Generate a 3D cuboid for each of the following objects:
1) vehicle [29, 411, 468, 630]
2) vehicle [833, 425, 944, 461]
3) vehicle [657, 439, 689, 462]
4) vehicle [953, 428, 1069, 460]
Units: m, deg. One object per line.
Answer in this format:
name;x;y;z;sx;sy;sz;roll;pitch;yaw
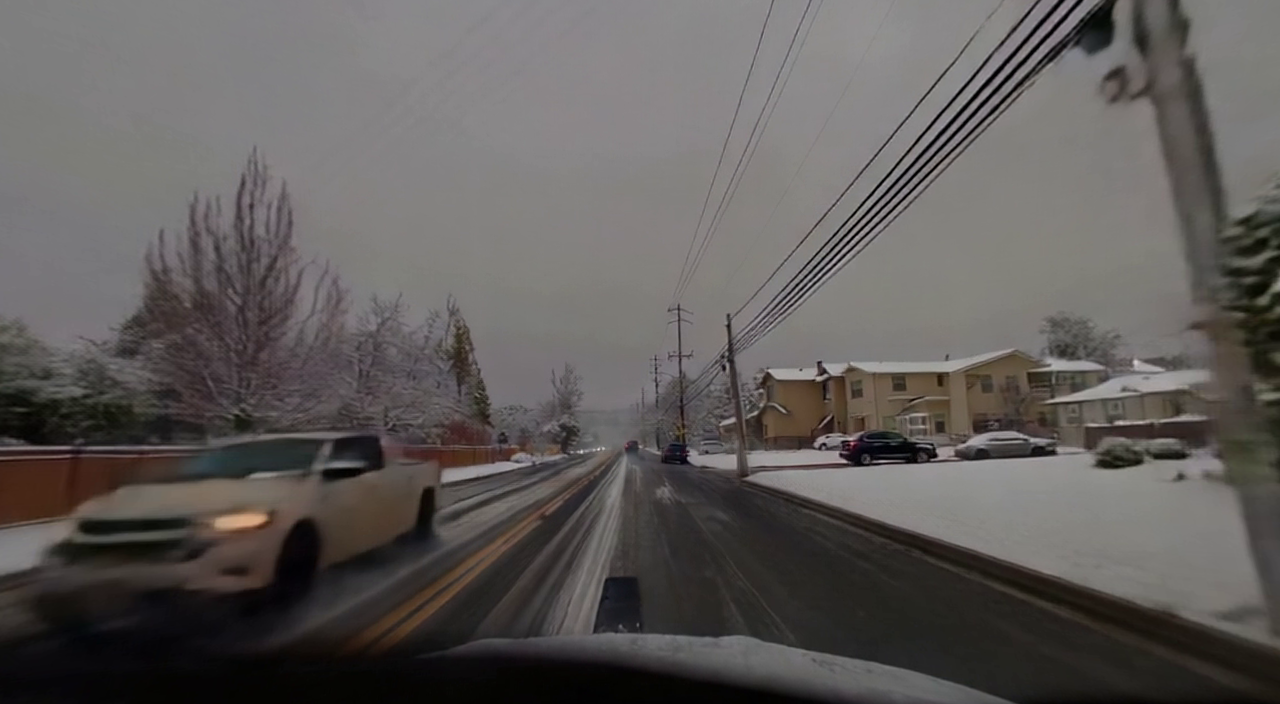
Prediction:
vehicle;-3.613;1.615;7.104;2.146;1.657;4.351;0;-8;0
vehicle;12.545;4.626;32.155;4.701;1.745;2.083;-1;-8;2
vehicle;2.502;7.558;48.678;2.108;1.710;4.499;0;-8;-2
vehicle;18.783;4.672;32.164;4.558;1.554;1.990;0;-9;4
